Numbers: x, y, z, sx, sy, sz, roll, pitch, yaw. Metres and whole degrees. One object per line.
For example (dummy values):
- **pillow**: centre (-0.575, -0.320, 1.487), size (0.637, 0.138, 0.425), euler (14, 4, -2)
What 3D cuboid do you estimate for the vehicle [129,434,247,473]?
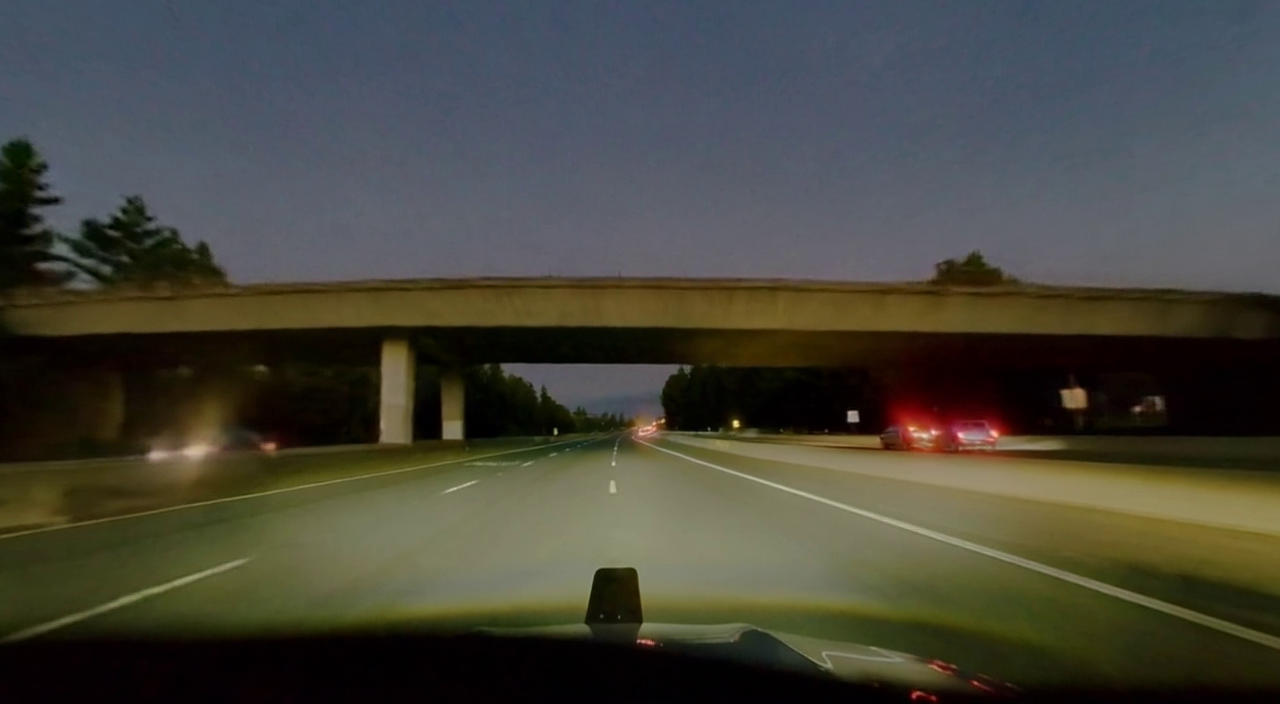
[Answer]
- **vehicle**: centre (-19.844, 4.442, 27.886), size (2.088, 1.608, 4.352), euler (1, -8, -3)
